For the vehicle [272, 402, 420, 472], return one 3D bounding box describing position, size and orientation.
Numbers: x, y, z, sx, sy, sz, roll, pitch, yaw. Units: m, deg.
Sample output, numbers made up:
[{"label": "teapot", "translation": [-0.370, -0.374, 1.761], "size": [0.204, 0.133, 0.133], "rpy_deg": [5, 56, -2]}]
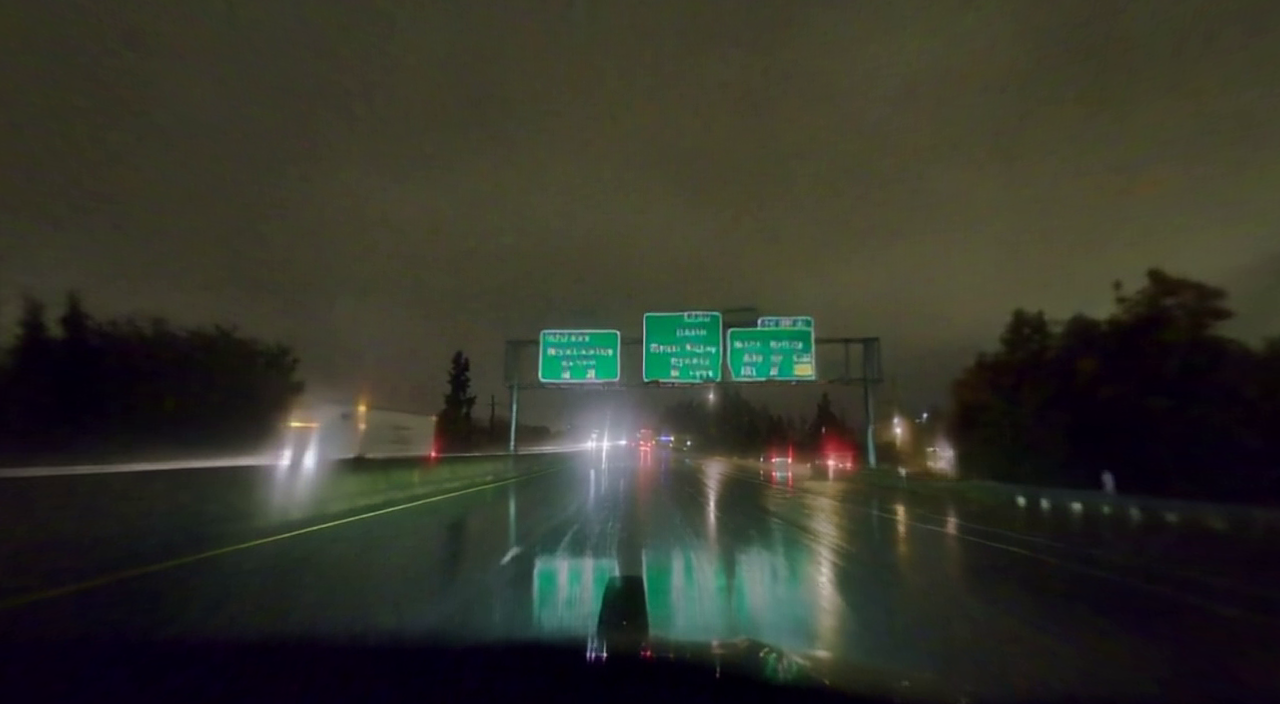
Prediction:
[{"label": "vehicle", "translation": [-19.288, 5.977, 43.236], "size": [3.084, 3.900, 14.884], "rpy_deg": [0, -9, 0]}]
